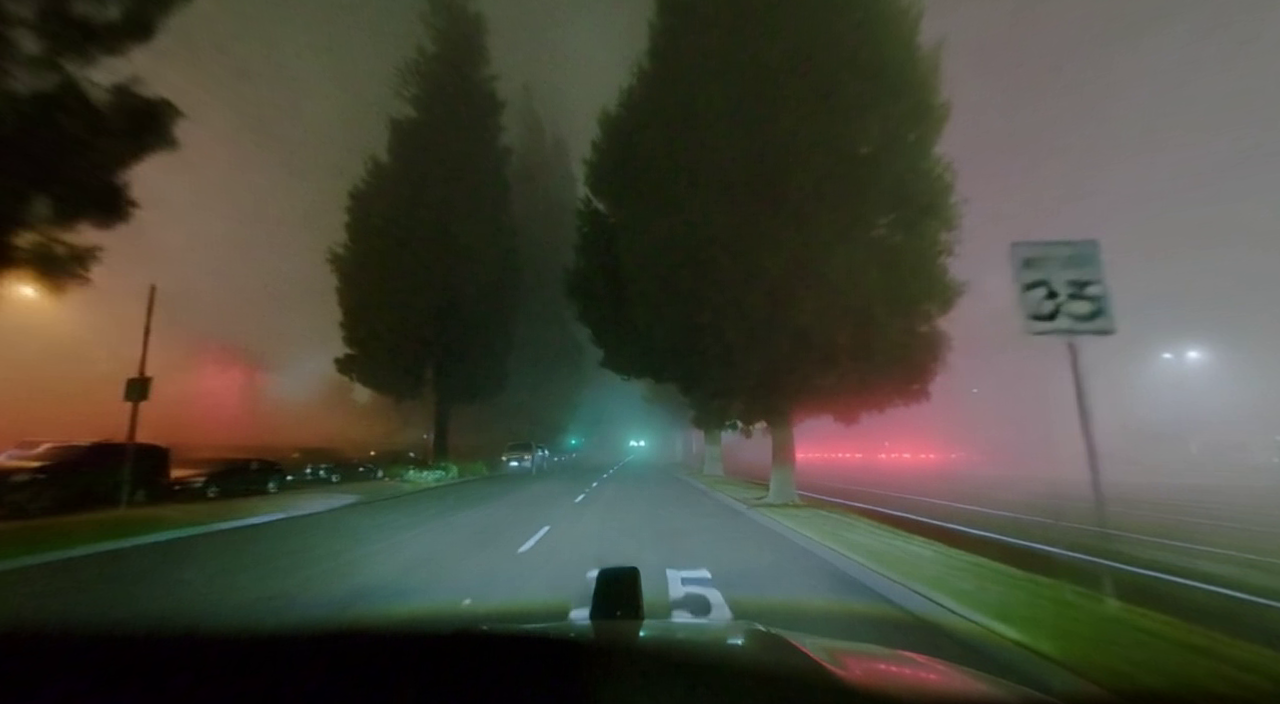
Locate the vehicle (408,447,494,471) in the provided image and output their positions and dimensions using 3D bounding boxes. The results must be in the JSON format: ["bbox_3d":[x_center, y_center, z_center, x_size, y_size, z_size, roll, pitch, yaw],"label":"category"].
[{"bbox_3d":[-14.015,7.941,46.954,5.742,1.668,2.296,1,-8,-2],"label":"vehicle"}]

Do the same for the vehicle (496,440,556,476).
[{"bbox_3d":[-6.522,6.106,36.692,2.350,1.892,5.542,0,-8,1],"label":"vehicle"}]

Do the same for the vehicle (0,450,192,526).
[{"bbox_3d":[-13.219,2.899,13.713,5.300,1.432,1.951,1,-9,-2],"label":"vehicle"}]
